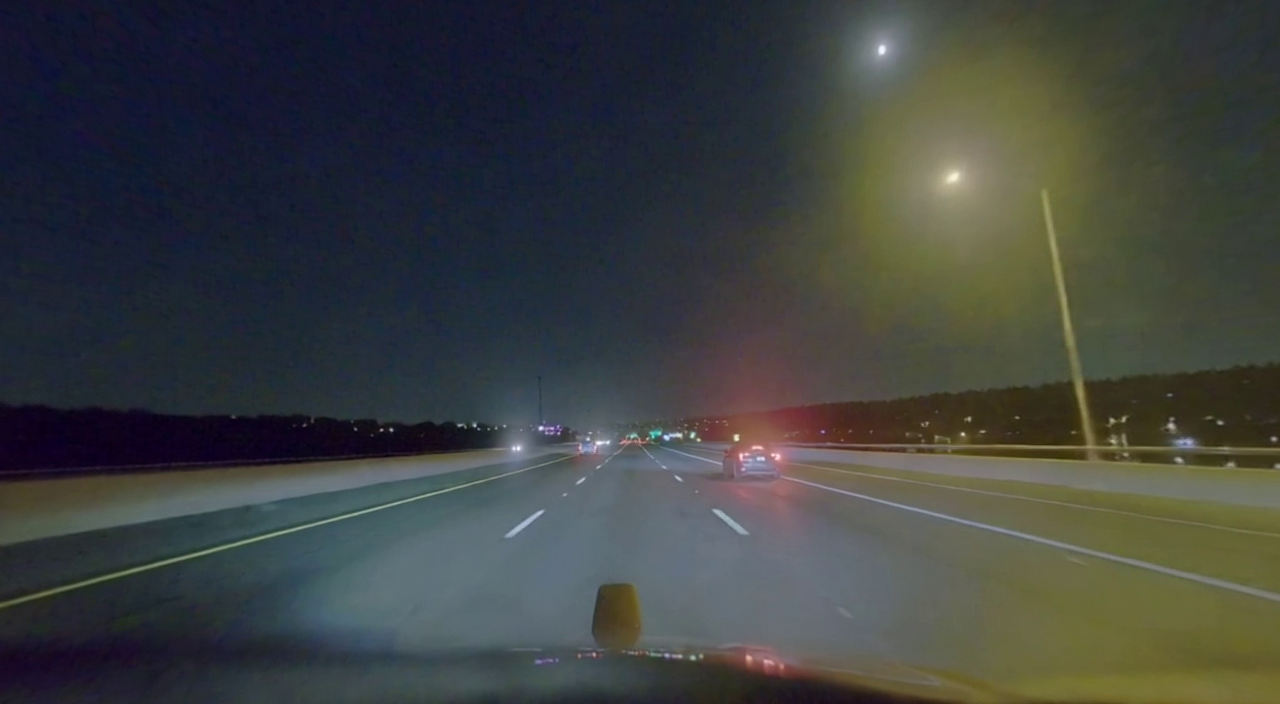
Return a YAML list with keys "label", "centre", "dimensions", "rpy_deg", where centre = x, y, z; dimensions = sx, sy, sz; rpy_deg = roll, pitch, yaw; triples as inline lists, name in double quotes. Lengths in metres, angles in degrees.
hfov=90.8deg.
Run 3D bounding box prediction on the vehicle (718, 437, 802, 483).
- label: "vehicle"
  centre: [4.194, 3.872, 22.849]
  dimensions: [2.060, 1.485, 4.274]
  rpy_deg: [0, -9, -2]
